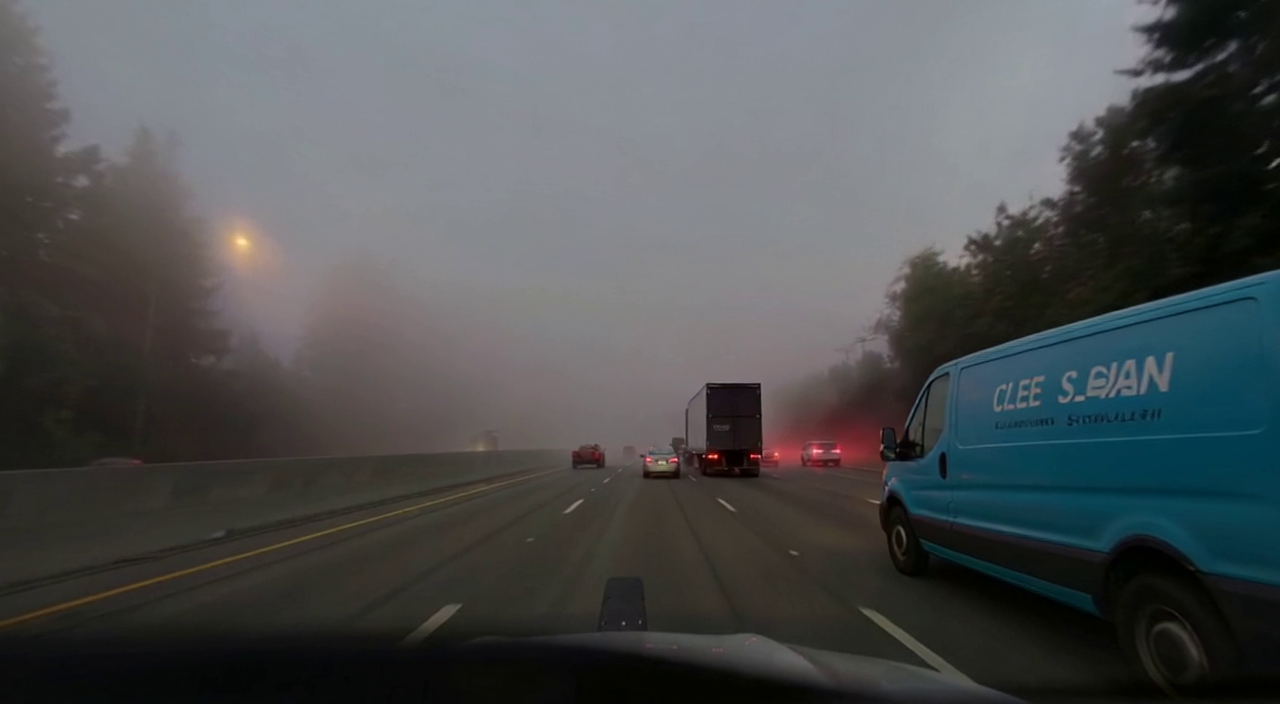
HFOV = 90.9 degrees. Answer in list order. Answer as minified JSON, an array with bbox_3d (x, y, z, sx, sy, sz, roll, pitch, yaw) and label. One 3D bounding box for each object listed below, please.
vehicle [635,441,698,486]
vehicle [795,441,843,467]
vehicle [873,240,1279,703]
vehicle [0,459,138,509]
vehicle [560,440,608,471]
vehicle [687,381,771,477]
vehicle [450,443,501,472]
[{"bbox_3d":[0.873,4.002,22.941,2.063,1.469,4.208,0,-9,0],"label":"vehicle"},{"bbox_3d":[11.143,6.340,39.474,1.870,1.525,3.680,0,-9,0],"label":"vehicle"},{"bbox_3d":[3.569,0.773,3.402,2.441,2.017,5.739,0,-9,0],"label":"vehicle"},{"bbox_3d":[-23.157,5.249,25.452,1.949,1.724,4.574,0,-9,0],"label":"vehicle"},{"bbox_3d":[-3.089,5.830,35.675,2.182,1.601,4.364,-1,-9,1],"label":"vehicle"},{"bbox_3d":[4.299,4.251,33.514,2.821,4.077,12.562,0,-9,1],"label":"vehicle"},{"bbox_3d":[-11.848,7.633,45.880,2.166,1.890,5.403,0,-9,1],"label":"vehicle"}]
